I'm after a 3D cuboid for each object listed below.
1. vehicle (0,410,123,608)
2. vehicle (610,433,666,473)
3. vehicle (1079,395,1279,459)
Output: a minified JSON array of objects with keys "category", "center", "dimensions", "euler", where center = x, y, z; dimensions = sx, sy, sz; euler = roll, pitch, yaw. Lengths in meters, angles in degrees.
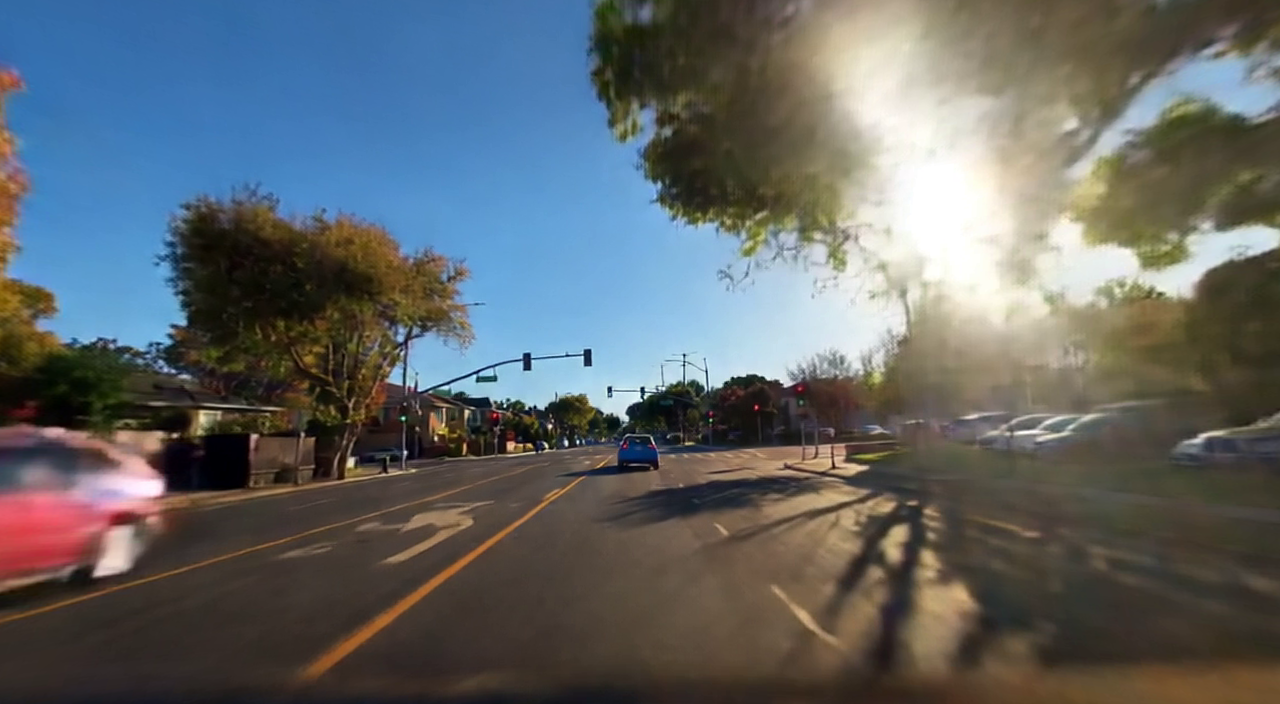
[{"category":"vehicle","center":[-6.778,1.266,4.703],"dimensions":[2.117,1.756,4.375],"euler":[0,-9,0]},{"category":"vehicle","center":[-0.068,4.066,25.596],"dimensions":[2.104,1.462,3.991],"euler":[0,-9,0]},{"category":"vehicle","center":[16.562,2.304,19.264],"dimensions":[4.724,1.814,2.108],"euler":[0,-9,-1]}]
